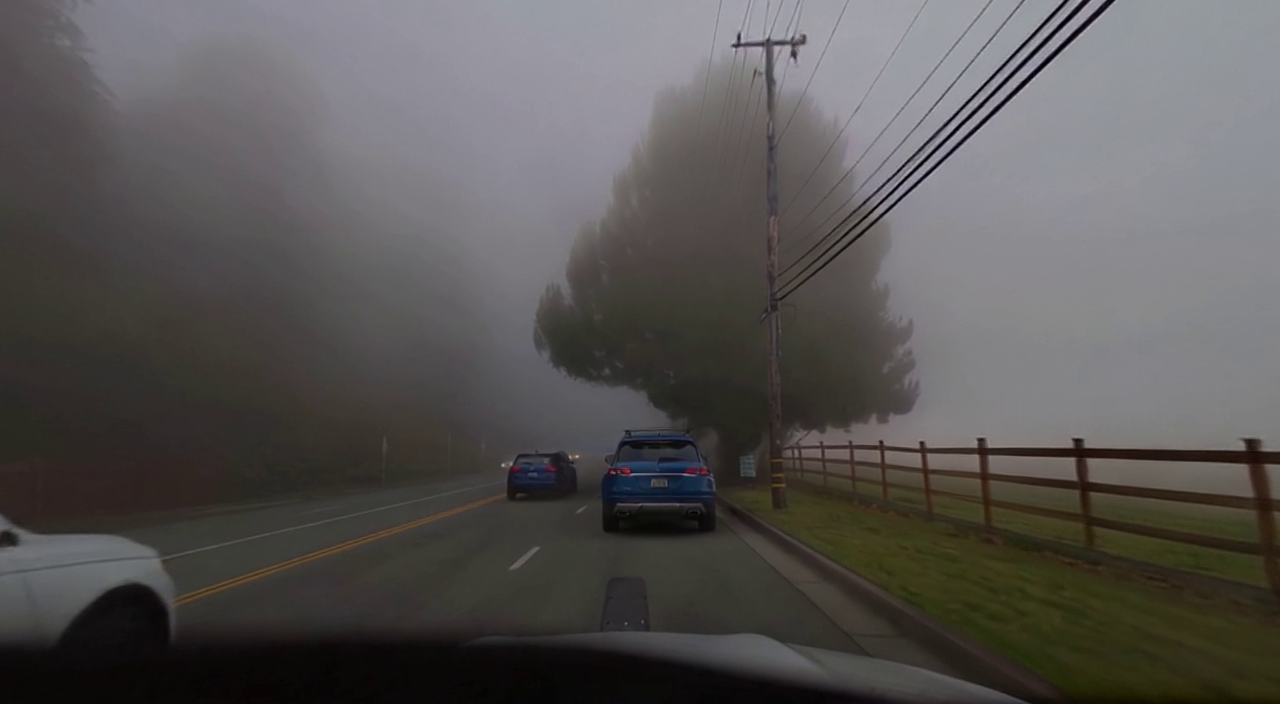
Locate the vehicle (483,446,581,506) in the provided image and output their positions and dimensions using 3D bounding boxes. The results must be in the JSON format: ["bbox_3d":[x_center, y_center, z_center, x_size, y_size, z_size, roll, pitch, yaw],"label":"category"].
[{"bbox_3d":[-2.916,3.429,17.939,1.979,1.489,4.006,0,-9,1],"label":"vehicle"}]

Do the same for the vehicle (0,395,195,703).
[{"bbox_3d":[-3.453,0.794,1.249,2.033,1.574,4.132,0,-9,1],"label":"vehicle"}]

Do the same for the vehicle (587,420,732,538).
[{"bbox_3d":[0.313,2.221,11.596,2.174,1.749,4.113,0,-9,1],"label":"vehicle"}]
